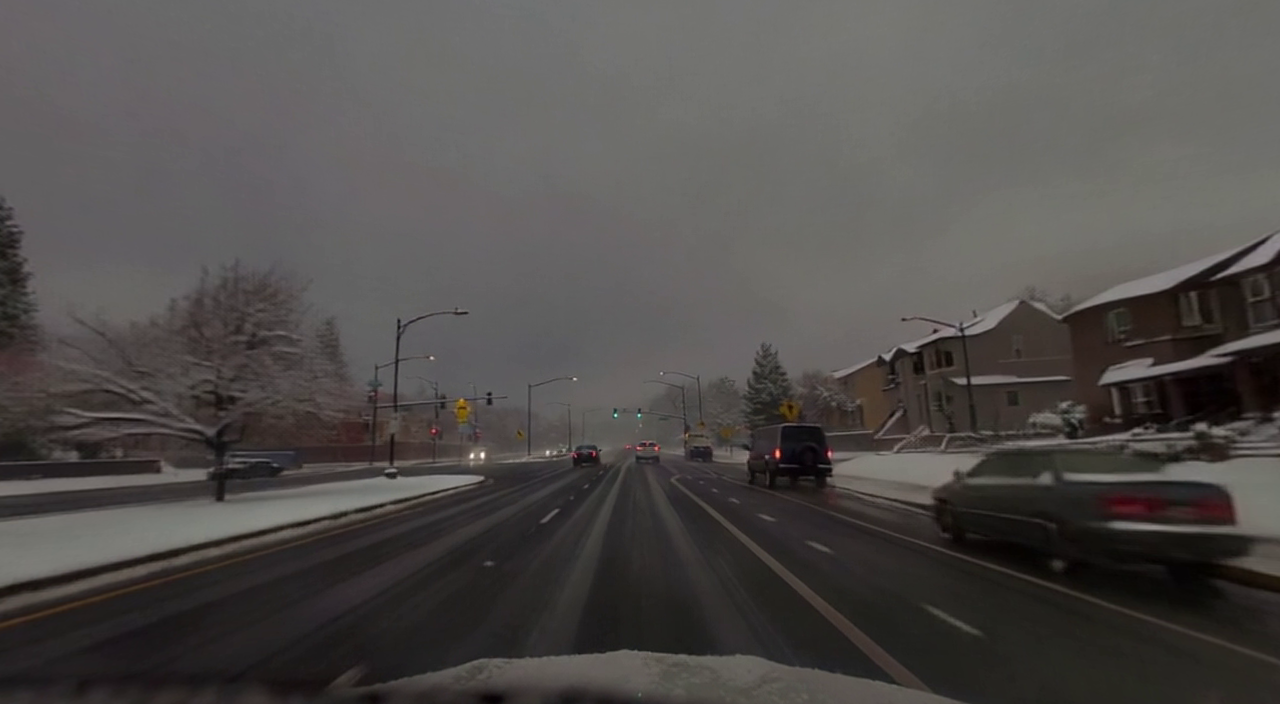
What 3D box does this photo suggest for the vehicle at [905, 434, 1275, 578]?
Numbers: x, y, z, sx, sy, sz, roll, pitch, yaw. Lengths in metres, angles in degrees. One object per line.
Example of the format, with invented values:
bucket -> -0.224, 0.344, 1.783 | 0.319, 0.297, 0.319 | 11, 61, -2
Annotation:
vehicle -> 5.784, 1.985, 9.033 | 1.910, 1.520, 4.375 | 0, -9, -3

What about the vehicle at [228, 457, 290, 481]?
vehicle -> -25.958, 7.983, 43.199 | 1.796, 1.511, 3.879 | 0, -9, -1

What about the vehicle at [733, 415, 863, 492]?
vehicle -> 5.452, 3.728, 23.481 | 2.763, 2.329, 7.864 | 0, -9, 0

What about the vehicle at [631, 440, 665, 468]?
vehicle -> 0.501, 7.240, 44.845 | 2.273, 1.851, 5.075 | 0, -9, -1

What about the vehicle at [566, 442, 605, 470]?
vehicle -> -3.720, 7.165, 43.773 | 2.233, 1.775, 4.491 | 0, -9, 1
